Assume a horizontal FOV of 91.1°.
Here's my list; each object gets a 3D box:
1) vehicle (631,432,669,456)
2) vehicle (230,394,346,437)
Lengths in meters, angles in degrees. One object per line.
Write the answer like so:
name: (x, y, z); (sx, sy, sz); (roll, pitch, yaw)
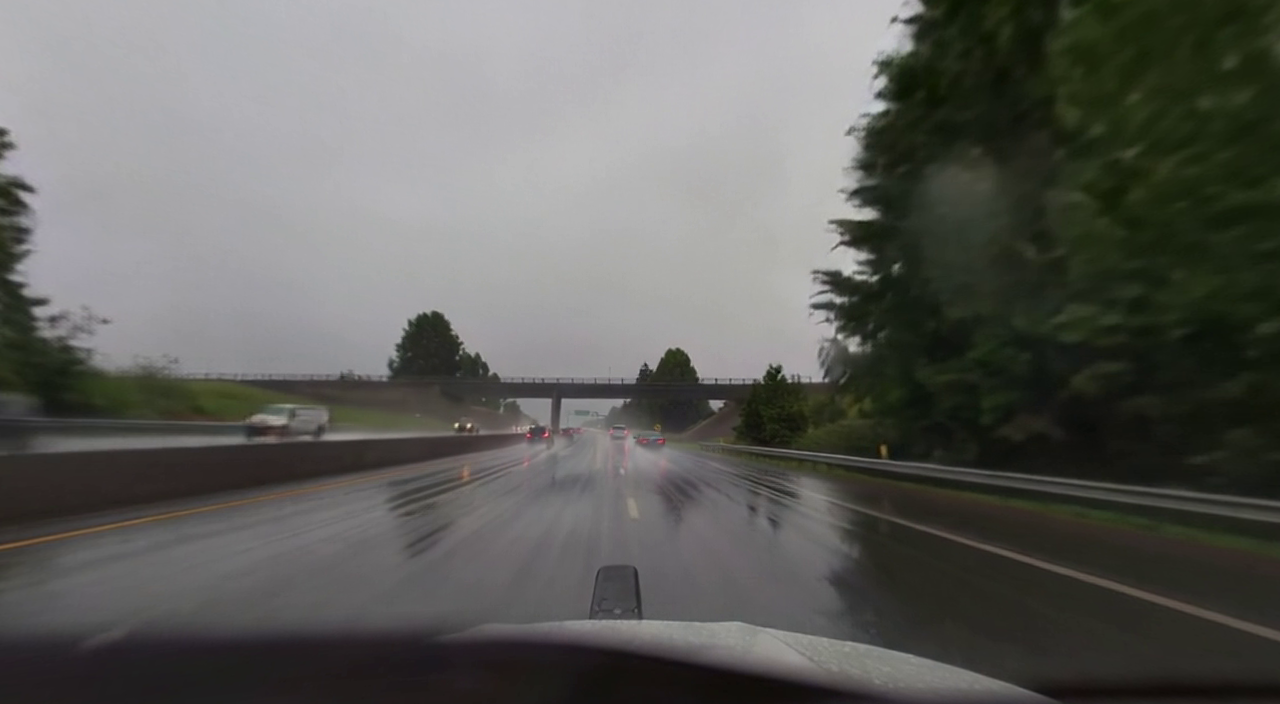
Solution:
vehicle: (0.545, 5.600, 38.436); (1.999, 1.329, 3.913); (1, -8, -4)
vehicle: (-20.634, 3.924, 37.492); (2.481, 2.298, 8.313); (1, -8, -3)
